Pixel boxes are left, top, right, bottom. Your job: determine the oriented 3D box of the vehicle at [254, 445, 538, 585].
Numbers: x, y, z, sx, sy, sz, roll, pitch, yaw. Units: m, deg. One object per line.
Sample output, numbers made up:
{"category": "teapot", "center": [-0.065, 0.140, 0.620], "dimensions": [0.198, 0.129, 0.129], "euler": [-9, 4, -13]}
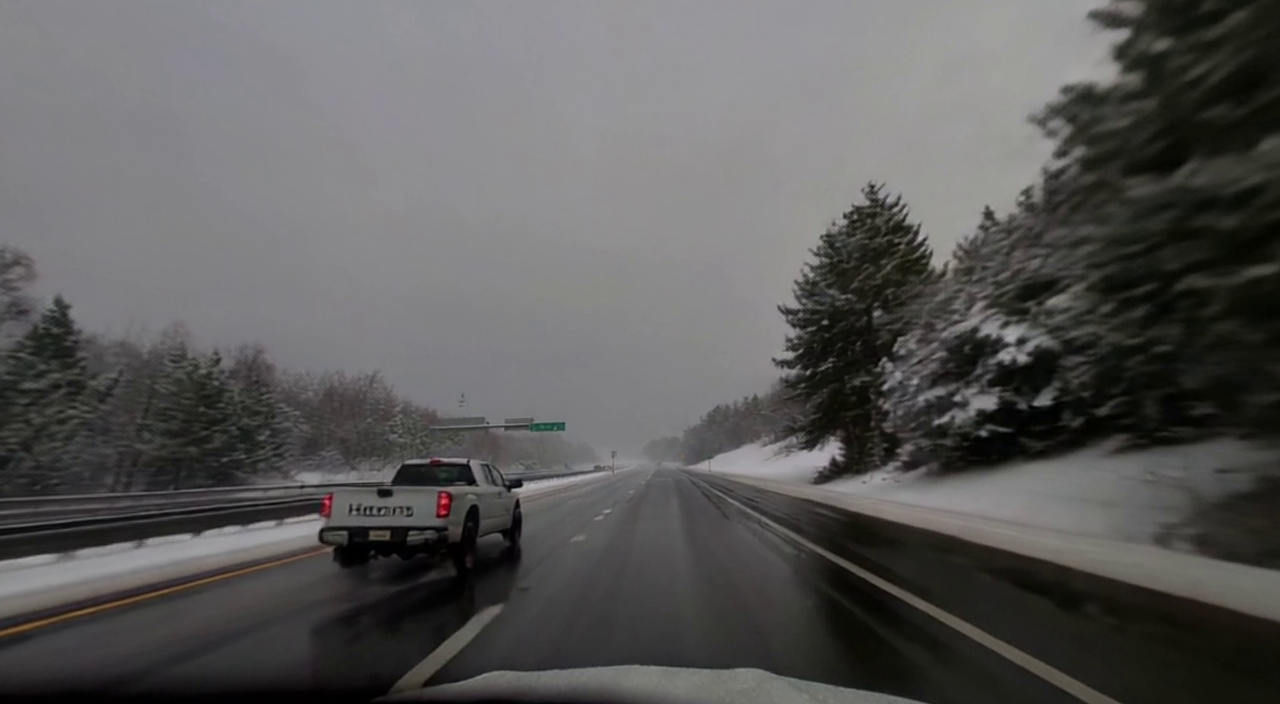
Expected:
{"category": "vehicle", "center": [-3.123, 2.259, 9.551], "dimensions": [2.135, 1.506, 5.041], "euler": [0, -10, 2]}
